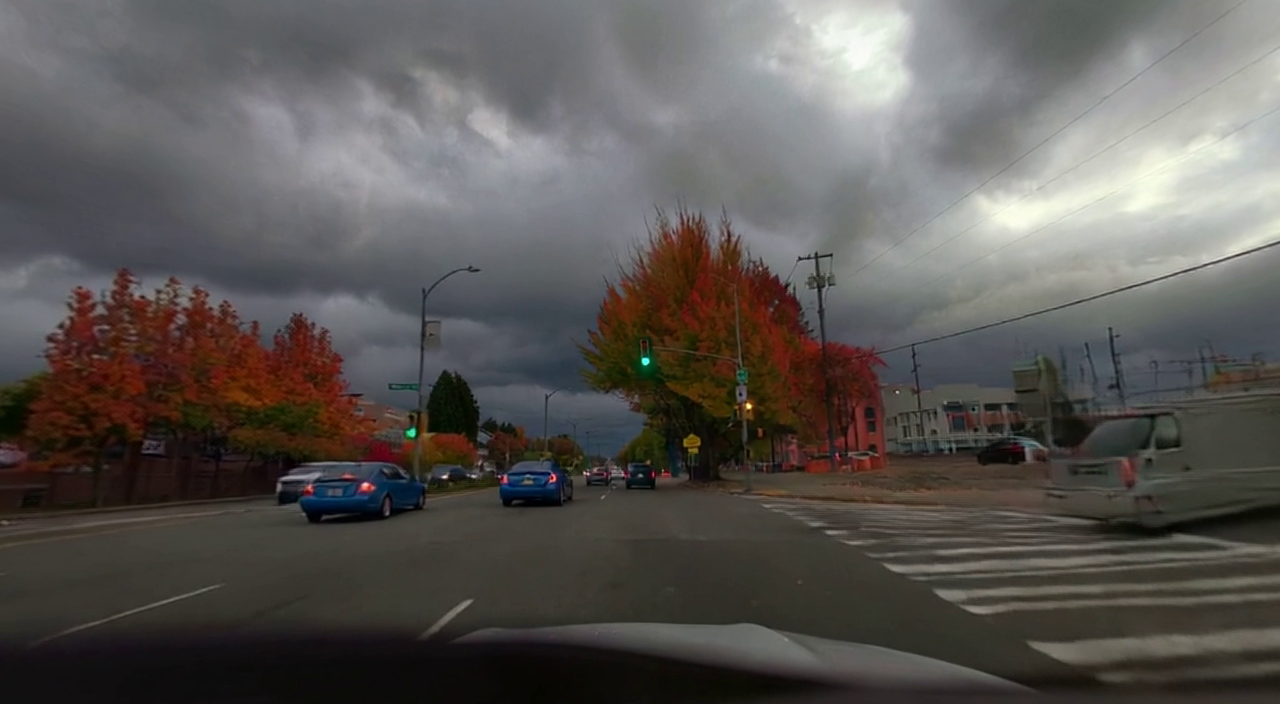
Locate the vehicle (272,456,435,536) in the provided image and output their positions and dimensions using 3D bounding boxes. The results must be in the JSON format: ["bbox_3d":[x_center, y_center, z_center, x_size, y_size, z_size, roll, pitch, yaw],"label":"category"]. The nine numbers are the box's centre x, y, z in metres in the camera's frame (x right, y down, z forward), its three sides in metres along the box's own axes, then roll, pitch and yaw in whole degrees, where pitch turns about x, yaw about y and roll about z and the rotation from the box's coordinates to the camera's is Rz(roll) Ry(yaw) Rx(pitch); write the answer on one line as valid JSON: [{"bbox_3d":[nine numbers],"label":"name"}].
[{"bbox_3d":[-6.758,3.388,15.454,1.932,1.596,4.247,1,-9,1],"label":"vehicle"}]

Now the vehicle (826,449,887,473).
[{"bbox_3d":[14.899,7.569,43.593,1.826,1.474,4.254,1,-10,-14],"label":"vehicle"}]

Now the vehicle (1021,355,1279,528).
[{"bbox_3d":[9.960,1.428,9.846,6.464,2.280,2.483,1,-9,-4],"label":"vehicle"}]

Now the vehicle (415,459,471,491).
[{"bbox_3d":[-15.270,9.561,49.305,2.409,2.154,6.127,1,-9,0],"label":"vehicle"}]

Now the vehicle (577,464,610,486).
[{"bbox_3d":[-3.533,9.533,48.839,2.068,1.482,4.490,0,-9,2],"label":"vehicle"}]

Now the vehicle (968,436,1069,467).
[{"bbox_3d":[20.108,5.307,33.617,1.835,1.501,4.158,7,-11,-33],"label":"vehicle"}]

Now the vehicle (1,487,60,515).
[{"bbox_3d":[-46.285,11.323,47.913,1.981,1.736,4.293,6,-10,-27],"label":"vehicle"}]

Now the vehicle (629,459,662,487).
[{"bbox_3d":[0.354,8.211,42.920,2.144,1.704,4.028,1,-9,-1],"label":"vehicle"}]

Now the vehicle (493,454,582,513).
[{"bbox_3d":[-3.205,4.209,20.698,2.085,1.663,4.513,1,-9,1],"label":"vehicle"}]
